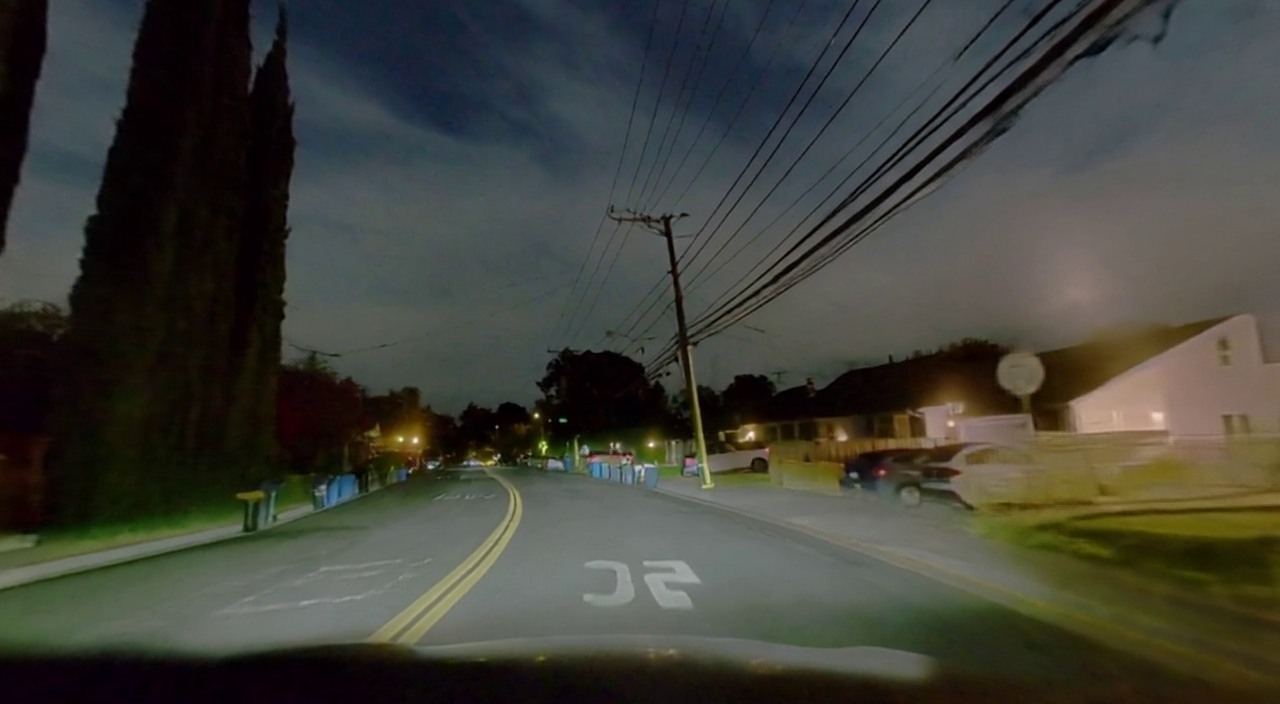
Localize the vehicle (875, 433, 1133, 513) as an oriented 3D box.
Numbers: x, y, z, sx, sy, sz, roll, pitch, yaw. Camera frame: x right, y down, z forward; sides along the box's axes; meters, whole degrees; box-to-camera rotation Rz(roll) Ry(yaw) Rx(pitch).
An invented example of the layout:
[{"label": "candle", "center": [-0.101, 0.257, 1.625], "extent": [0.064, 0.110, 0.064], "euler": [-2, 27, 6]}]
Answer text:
[{"label": "vehicle", "center": [7.622, 2.554, 13.528], "extent": [4.382, 1.531, 1.925], "euler": [1, -9, -5]}]

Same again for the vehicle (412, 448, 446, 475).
[{"label": "vehicle", "center": [-16.156, 8.469, 48.543], "extent": [2.046, 1.777, 4.473], "euler": [0, -12, -14]}]

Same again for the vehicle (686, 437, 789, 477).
[{"label": "vehicle", "center": [4.551, 4.959, 29.785], "extent": [4.337, 1.768, 1.962], "euler": [3, -9, -12]}]
